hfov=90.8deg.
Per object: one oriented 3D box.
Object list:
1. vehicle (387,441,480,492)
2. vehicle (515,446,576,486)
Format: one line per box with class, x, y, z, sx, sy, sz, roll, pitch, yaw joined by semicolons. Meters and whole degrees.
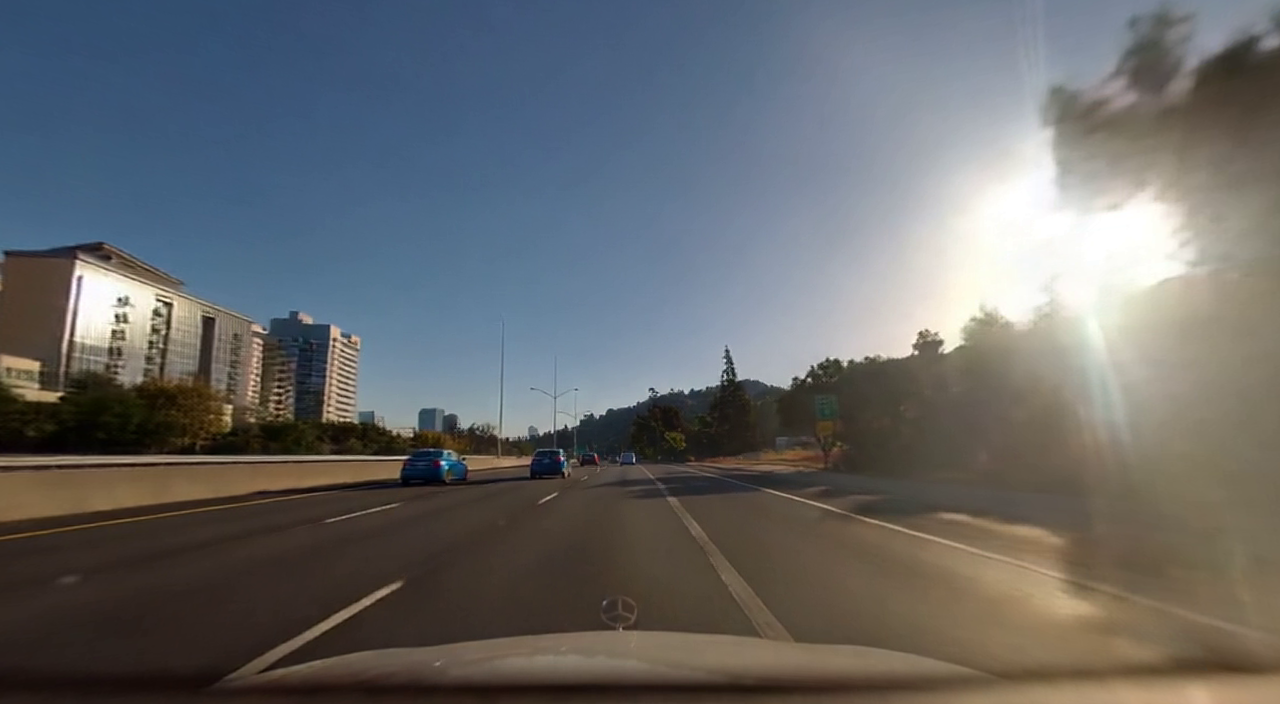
vehicle;-8.115;4.538;25.370;2.040;1.824;4.917;0;-9;0
vehicle;-4.217;5.155;28.862;2.075;1.702;4.257;0;-9;0
